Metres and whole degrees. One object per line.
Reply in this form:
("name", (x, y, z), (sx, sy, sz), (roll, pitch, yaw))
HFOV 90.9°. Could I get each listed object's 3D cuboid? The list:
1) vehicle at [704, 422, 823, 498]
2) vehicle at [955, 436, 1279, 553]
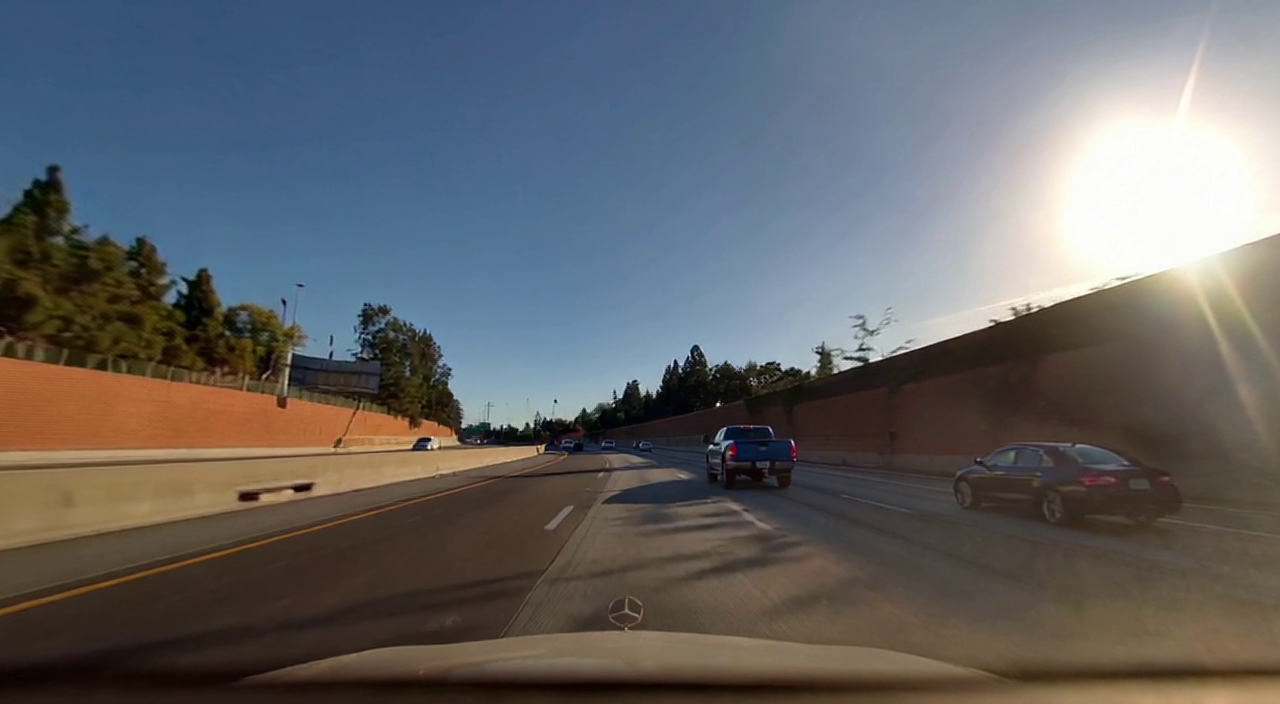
("vehicle", (3.526, 3.235, 19.310), (2.374, 1.952, 5.431), (0, -8, -2))
("vehicle", (7.599, 2.195, 10.635), (1.976, 1.485, 4.925), (0, -8, -1))
